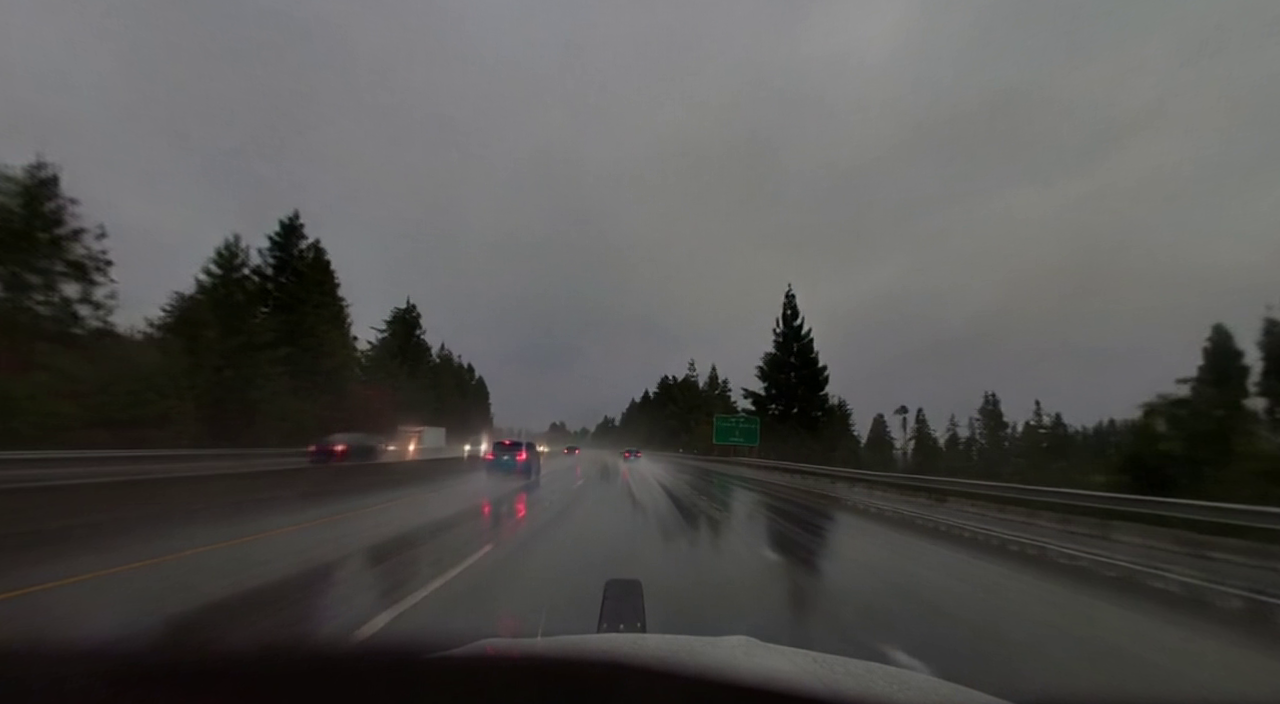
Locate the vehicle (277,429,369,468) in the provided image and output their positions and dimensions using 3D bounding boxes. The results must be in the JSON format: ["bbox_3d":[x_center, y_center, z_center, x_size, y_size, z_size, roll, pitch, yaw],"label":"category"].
[{"bbox_3d":[-13.838,4.249,27.847,1.899,1.536,4.263,0,-9,-1],"label":"vehicle"}]

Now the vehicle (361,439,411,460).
[{"bbox_3d":[-18.290,7.061,45.623,1.851,1.453,4.488,0,-9,-2],"label":"vehicle"}]

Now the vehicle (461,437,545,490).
[{"bbox_3d":[-4.703,3.909,22.366,2.088,1.675,4.108,0,-9,0],"label":"vehicle"}]
